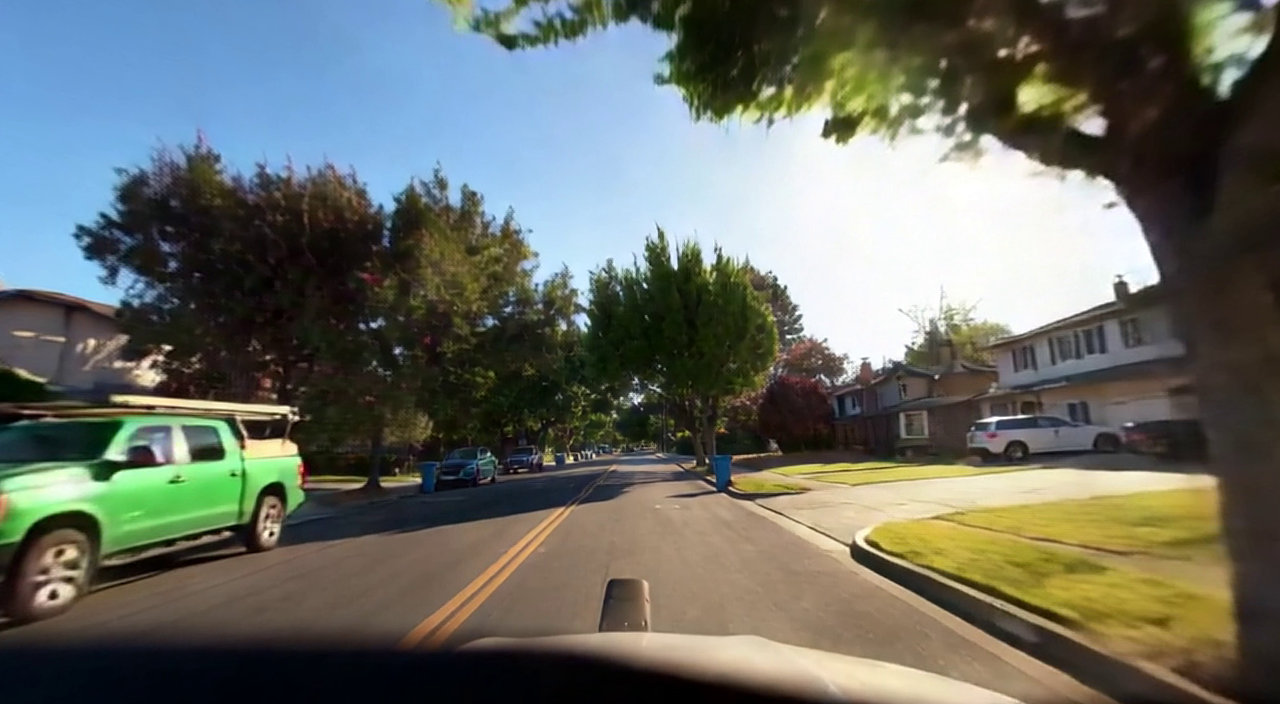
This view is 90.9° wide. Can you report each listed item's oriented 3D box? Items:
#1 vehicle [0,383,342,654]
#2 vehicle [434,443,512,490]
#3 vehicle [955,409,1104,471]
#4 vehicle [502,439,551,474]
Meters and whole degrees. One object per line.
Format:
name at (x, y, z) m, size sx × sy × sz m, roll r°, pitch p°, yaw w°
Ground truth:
vehicle at (-6.313, 1.538, 7.773) m, size 2.223 × 2.115 × 5.707 m, roll 5°, pitch -4°, yaw 2°
vehicle at (-6.549, 4.490, 25.204) m, size 1.945 × 1.530 × 4.430 m, roll -4°, pitch -7°, yaw -2°
vehicle at (12.754, 2.916, 21.080) m, size 1.936 × 1.687 × 4.714 m, roll -5°, pitch -7°, yaw 1°
vehicle at (-6.839, 6.279, 38.396) m, size 2.169 × 1.871 × 4.762 m, roll -3°, pitch -8°, yaw -2°
